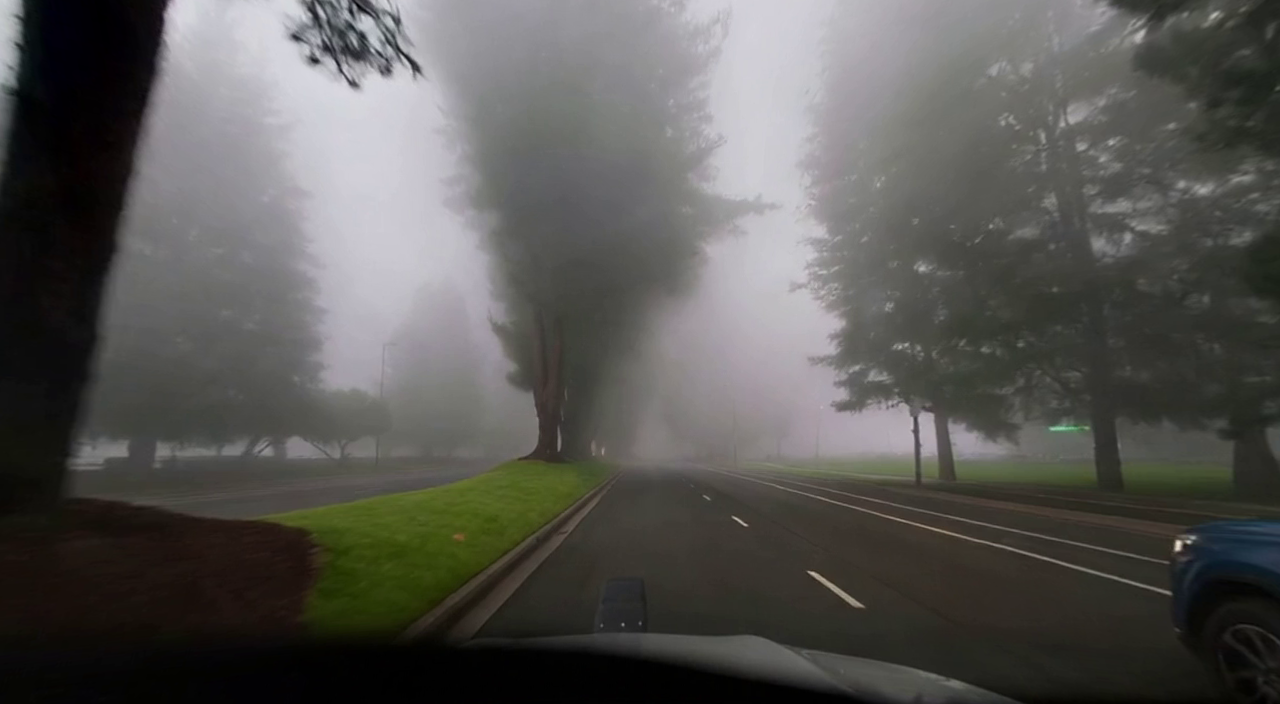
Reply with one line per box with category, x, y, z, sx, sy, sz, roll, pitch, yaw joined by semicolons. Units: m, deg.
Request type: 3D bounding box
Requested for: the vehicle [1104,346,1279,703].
vehicle;3.726;0.627;1.038;2.087;1.759;5.040;0;-8;1
